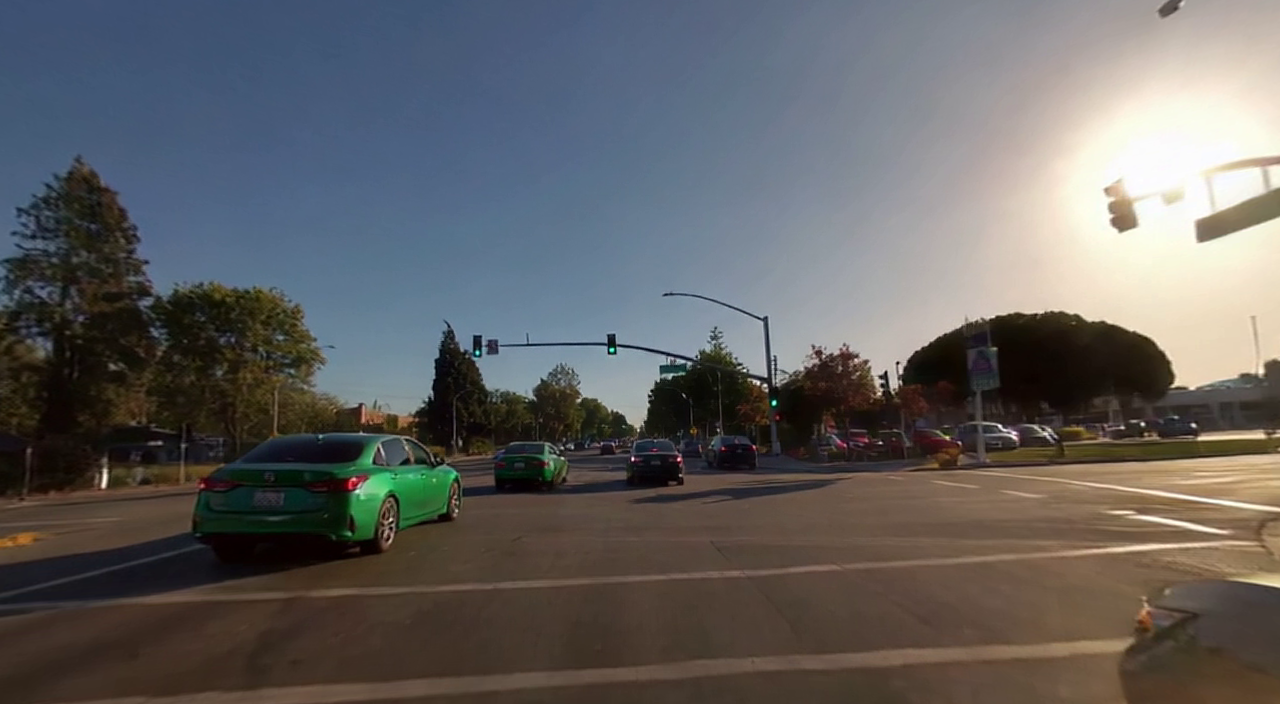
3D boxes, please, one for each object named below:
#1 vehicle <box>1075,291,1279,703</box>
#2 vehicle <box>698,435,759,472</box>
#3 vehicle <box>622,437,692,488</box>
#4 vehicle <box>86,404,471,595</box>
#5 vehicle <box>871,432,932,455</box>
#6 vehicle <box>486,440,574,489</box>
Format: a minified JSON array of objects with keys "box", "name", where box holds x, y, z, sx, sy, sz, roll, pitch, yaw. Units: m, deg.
[{"box":[3.273,0.501,0.942,1.992,1.805,4.549,0,-8,1],"name":"vehicle"},{"box":[3.721,4.377,27.398,1.920,1.479,4.548,0,-8,-1],"name":"vehicle"},{"box":[0.542,3.435,19.939,1.994,1.433,3.894,0,-8,2],"name":"vehicle"},{"box":[-3.885,1.668,8.120,2.023,1.687,4.874,0,-8,1],"name":"vehicle"},{"box":[18.085,6.399,43.873,2.081,1.482,4.860,0,-8,-1],"name":"vehicle"},{"box":[-3.485,3.650,20.888,1.995,1.436,4.500,0,-8,2],"name":"vehicle"}]
